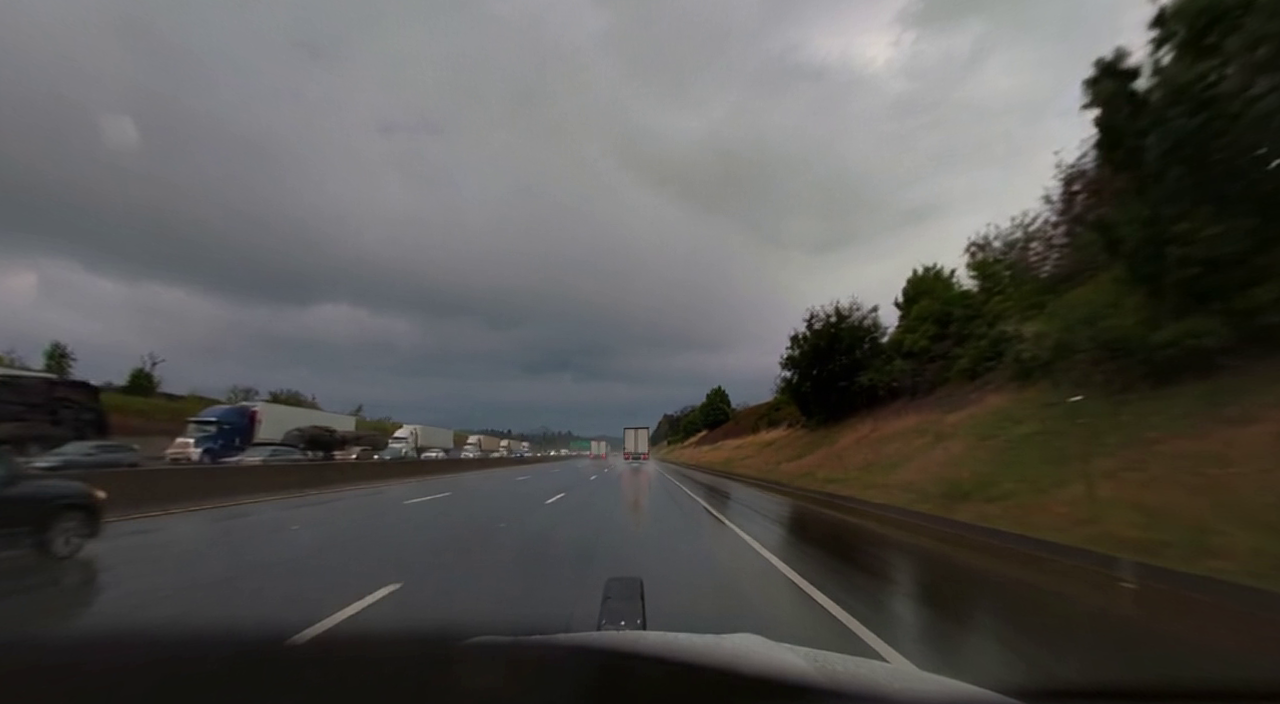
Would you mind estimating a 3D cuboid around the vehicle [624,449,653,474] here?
[{"bbox_3d":[-0.128,7.819,45.057,2.009,1.657,3.962,0,-9,-1],"label":"vehicle"}]

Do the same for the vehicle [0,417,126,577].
[{"bbox_3d":[-7.632,1.385,5.768,2.004,1.629,4.506,0,-9,0],"label":"vehicle"}]

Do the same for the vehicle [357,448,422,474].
[{"bbox_3d":[-14.562,6.353,36.918,1.976,1.423,4.416,0,-9,0],"label":"vehicle"}]

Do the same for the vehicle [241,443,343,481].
[{"bbox_3d":[-14.389,4.572,26.368,1.891,1.426,4.156,0,-9,-1],"label":"vehicle"}]

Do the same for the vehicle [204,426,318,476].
[{"bbox_3d":[-19.109,5.053,32.241,2.223,2.287,5.862,0,-9,-1],"label":"vehicle"}]

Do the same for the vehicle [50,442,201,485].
[{"bbox_3d":[-19.306,4.196,23.986,1.948,1.434,4.490,0,-9,0],"label":"vehicle"}]
